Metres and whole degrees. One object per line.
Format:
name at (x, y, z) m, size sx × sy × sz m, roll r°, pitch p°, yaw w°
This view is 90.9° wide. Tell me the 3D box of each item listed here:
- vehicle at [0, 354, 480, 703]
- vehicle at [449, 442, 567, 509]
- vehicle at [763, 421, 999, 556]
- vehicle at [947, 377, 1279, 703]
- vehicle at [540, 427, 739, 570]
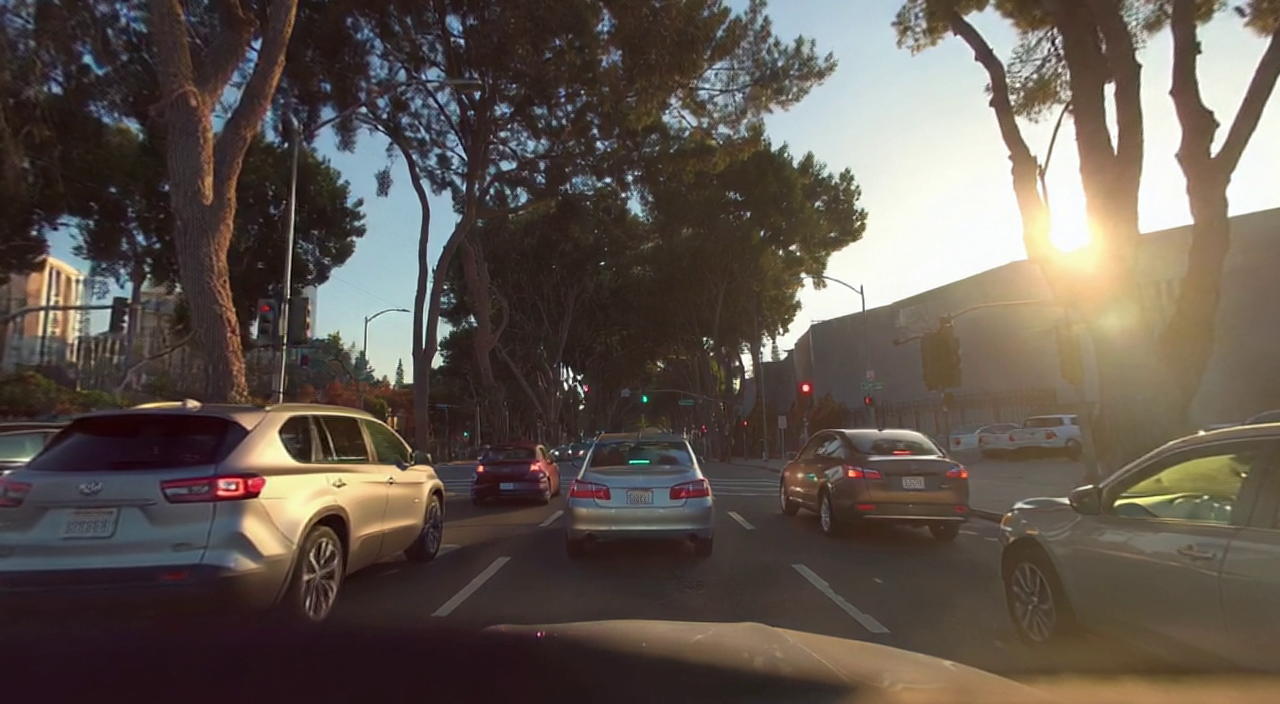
vehicle at (-3.131, 1.226, 5.467) m, size 2.168 × 1.750 × 4.625 m, roll -1°, pitch -8°, yaw 1°
vehicle at (-3.064, 2.963, 15.636) m, size 1.975 × 1.420 × 4.196 m, roll 0°, pitch -8°, yaw 1°
vehicle at (3.427, 2.021, 10.084) m, size 2.040 × 1.647 × 4.379 m, roll 0°, pitch -8°, yaw 0°
vehicle at (3.321, 0.963, 2.827) m, size 1.899 × 1.588 × 3.888 m, roll 0°, pitch -8°, yaw 0°
vehicle at (-0.022, 1.881, 8.854) m, size 2.147 × 1.507 × 3.953 m, roll 0°, pitch -8°, yaw -1°
